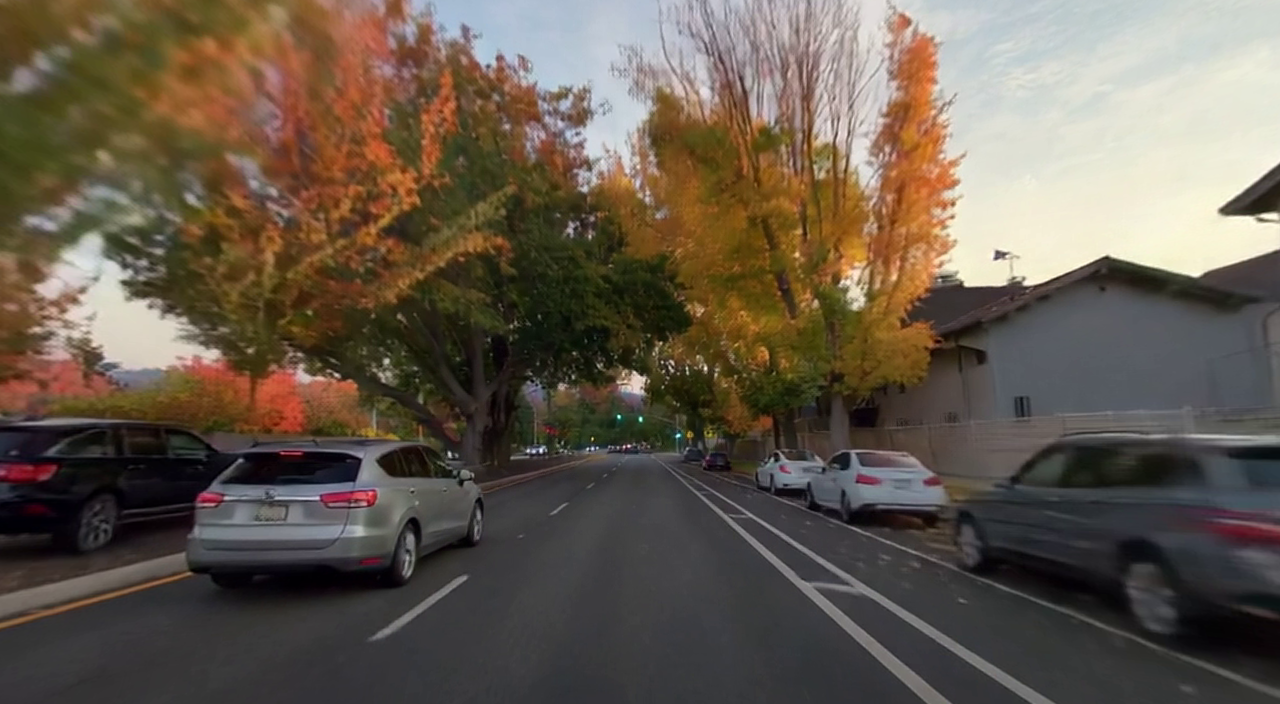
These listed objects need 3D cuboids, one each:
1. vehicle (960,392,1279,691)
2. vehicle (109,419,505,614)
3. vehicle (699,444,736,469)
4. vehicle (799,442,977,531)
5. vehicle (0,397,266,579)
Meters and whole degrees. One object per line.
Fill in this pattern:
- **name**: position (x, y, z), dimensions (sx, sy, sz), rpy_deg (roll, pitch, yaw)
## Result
- **vehicle**: position (4.687, 1.296, 4.925), dimensions (2.014, 1.700, 4.369), rpy_deg (1, -9, 0)
- **vehicle**: position (-3.064, 1.610, 7.161), dimensions (1.982, 1.478, 4.465), rpy_deg (0, -9, 1)
- **vehicle**: position (4.879, 6.685, 40.372), dimensions (1.955, 1.499, 4.536), rpy_deg (0, -9, 2)
- **vehicle**: position (4.828, 2.650, 13.134), dimensions (1.889, 1.491, 4.614), rpy_deg (0, -9, 1)
- **vehicle**: position (-7.147, 1.592, 8.003), dimensions (2.034, 1.711, 4.512), rpy_deg (1, -9, -1)
